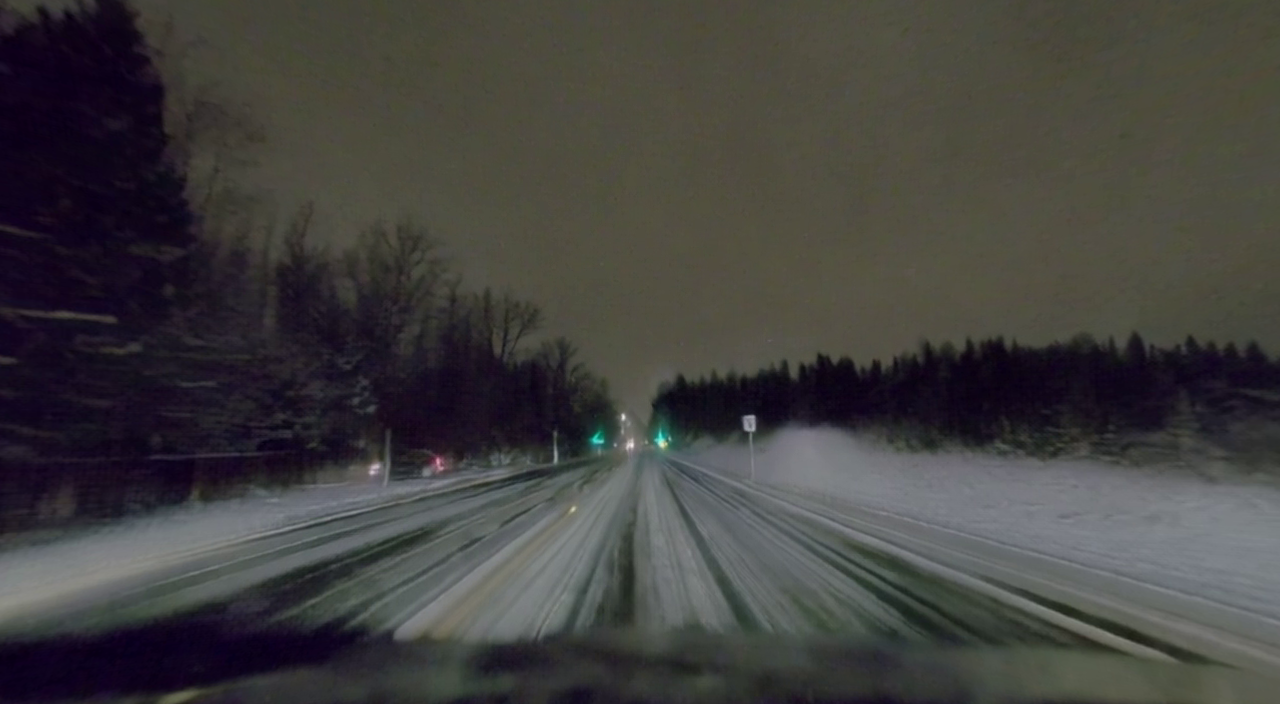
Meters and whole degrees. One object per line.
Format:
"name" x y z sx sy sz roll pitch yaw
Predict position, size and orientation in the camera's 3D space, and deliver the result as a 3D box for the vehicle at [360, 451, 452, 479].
"vehicle" -12.670 6.124 34.282 4.266 1.425 1.759 1 -8 -2
